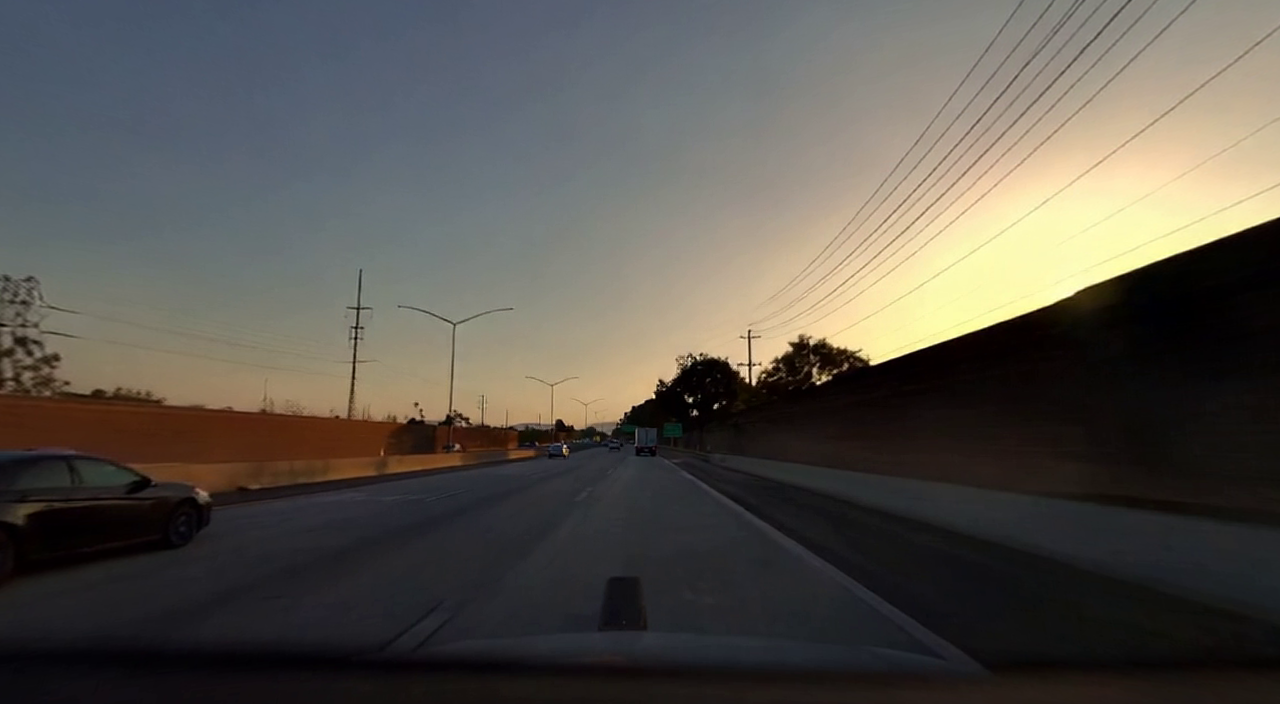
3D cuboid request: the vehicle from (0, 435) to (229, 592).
[{"bbox_3d":[-7.139,1.684,6.931,1.971,1.490,4.790,0,-8,0],"label":"vehicle"}]
